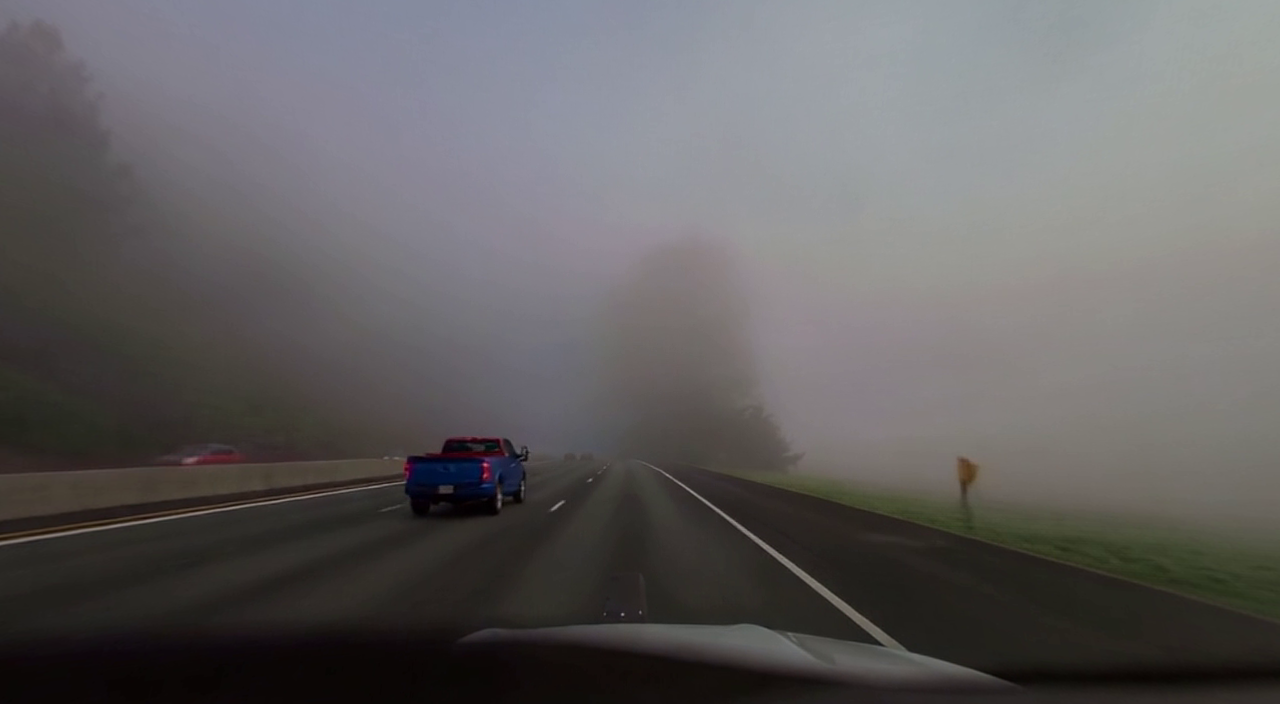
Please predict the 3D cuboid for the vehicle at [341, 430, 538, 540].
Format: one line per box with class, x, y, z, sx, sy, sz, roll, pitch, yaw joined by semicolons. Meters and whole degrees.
vehicle;-3.493;2.436;12.190;2.279;1.683;4.726;0;-9;-1
